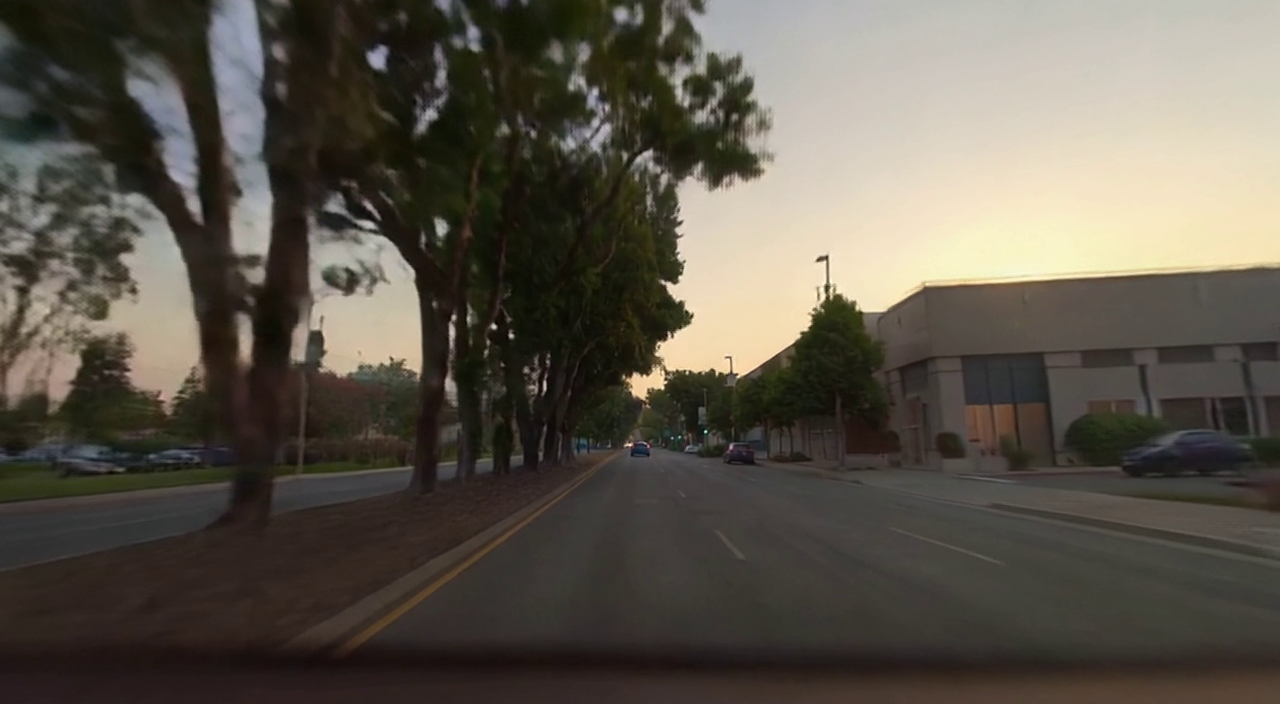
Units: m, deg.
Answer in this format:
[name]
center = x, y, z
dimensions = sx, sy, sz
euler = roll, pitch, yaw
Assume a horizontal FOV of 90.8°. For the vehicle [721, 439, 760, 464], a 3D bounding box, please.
[vehicle]
center = 7.732, 7.721, 49.064
dimensions = 2.167, 1.848, 4.713
euler = 0, -8, -2
